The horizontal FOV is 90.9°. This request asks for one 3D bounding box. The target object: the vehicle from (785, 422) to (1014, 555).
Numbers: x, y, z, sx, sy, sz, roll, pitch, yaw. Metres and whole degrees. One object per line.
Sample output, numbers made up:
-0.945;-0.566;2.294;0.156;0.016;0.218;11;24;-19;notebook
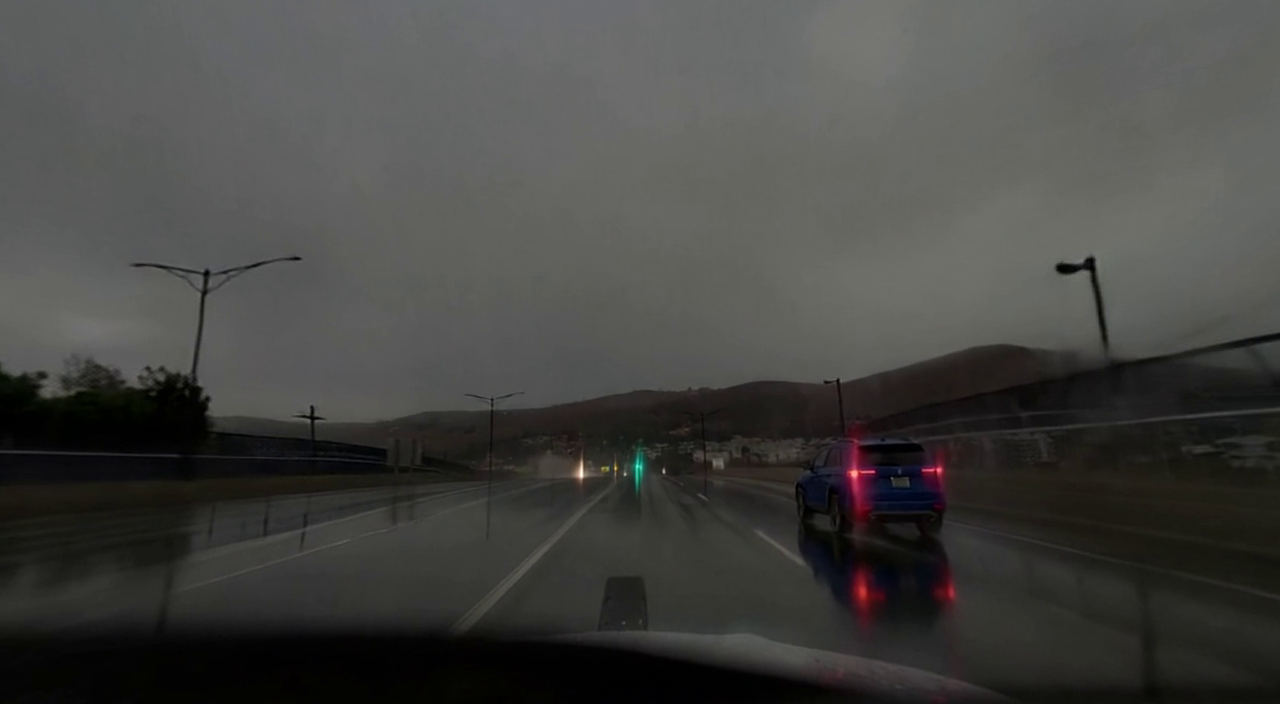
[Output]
3.905;2.117;10.487;1.989;1.730;4.324;0;-9;1;vehicle
